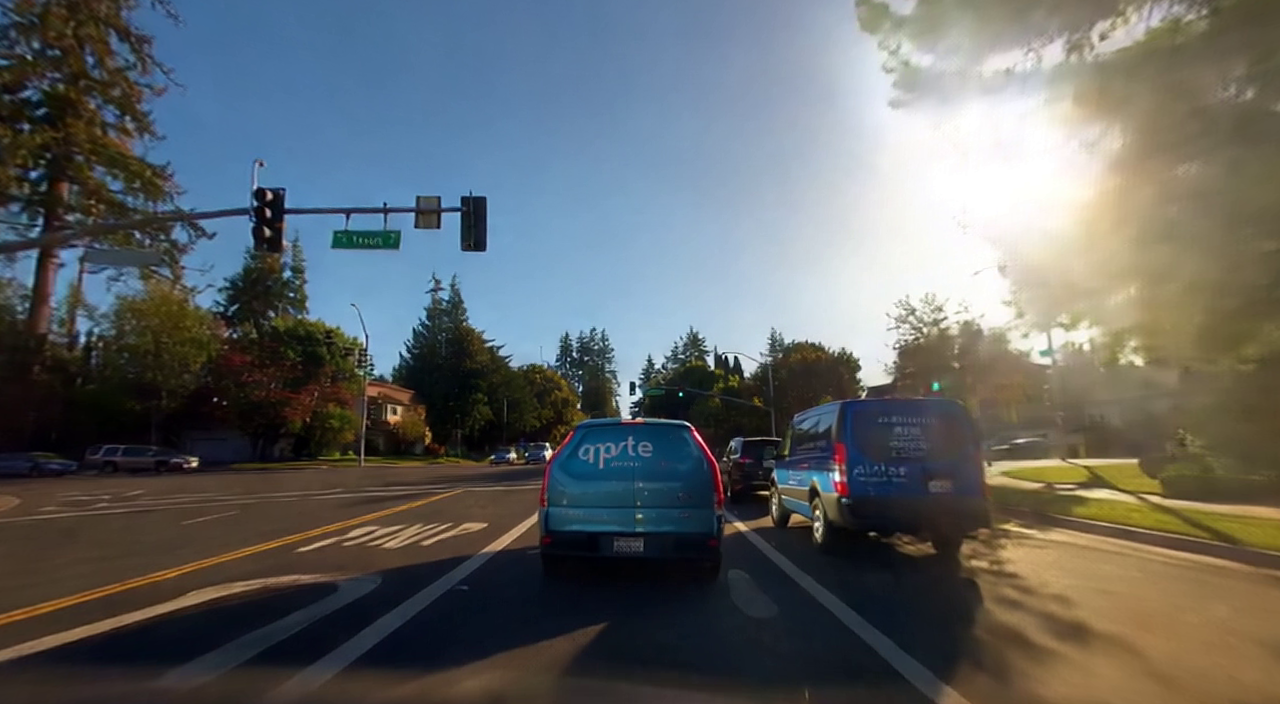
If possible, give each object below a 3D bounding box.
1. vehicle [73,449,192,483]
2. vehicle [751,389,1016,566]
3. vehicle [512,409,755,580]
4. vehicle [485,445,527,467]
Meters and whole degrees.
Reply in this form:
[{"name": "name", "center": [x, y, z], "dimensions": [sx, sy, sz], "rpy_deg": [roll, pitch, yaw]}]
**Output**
[{"name": "vehicle", "center": [-25.253, 5.678, 31.379], "dimensions": [4.073, 1.603, 1.920], "rpy_deg": [1, -9, -9]}, {"name": "vehicle", "center": [3.045, 1.683, 9.067], "dimensions": [2.059, 1.924, 4.257], "rpy_deg": [0, -8, 0]}, {"name": "vehicle", "center": [-0.052, 1.688, 8.262], "dimensions": [2.321, 1.624, 4.367], "rpy_deg": [0, -8, 0]}, {"name": "vehicle", "center": [-9.765, 7.592, 46.020], "dimensions": [1.881, 1.515, 4.262], "rpy_deg": [-1, -8, 3]}]
